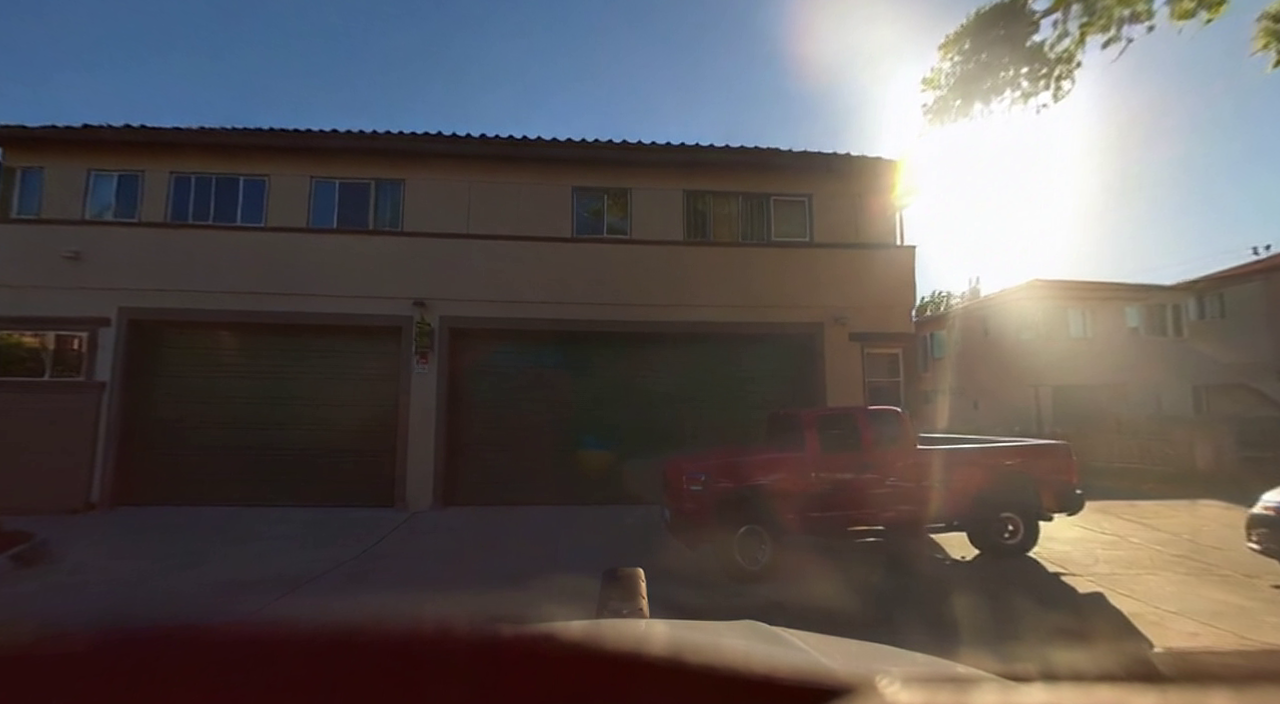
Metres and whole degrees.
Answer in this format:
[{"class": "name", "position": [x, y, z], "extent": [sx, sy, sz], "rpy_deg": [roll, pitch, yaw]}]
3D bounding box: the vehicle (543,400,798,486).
[{"class": "vehicle", "position": [0.661, 2.160, 15.013], "extent": [5.600, 1.835, 2.161], "rpy_deg": [0, -8, 0]}]

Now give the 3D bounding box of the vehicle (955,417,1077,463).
[{"class": "vehicle", "position": [15.239, 3.610, 25.704], "extent": [3.770, 1.496, 1.951], "rpy_deg": [4, -10, 1]}]

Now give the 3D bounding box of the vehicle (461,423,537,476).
[{"class": "vehicle", "position": [-5.098, 3.523, 23.275], "extent": [1.869, 1.460, 3.826], "rpy_deg": [-4, -3, 0]}]
